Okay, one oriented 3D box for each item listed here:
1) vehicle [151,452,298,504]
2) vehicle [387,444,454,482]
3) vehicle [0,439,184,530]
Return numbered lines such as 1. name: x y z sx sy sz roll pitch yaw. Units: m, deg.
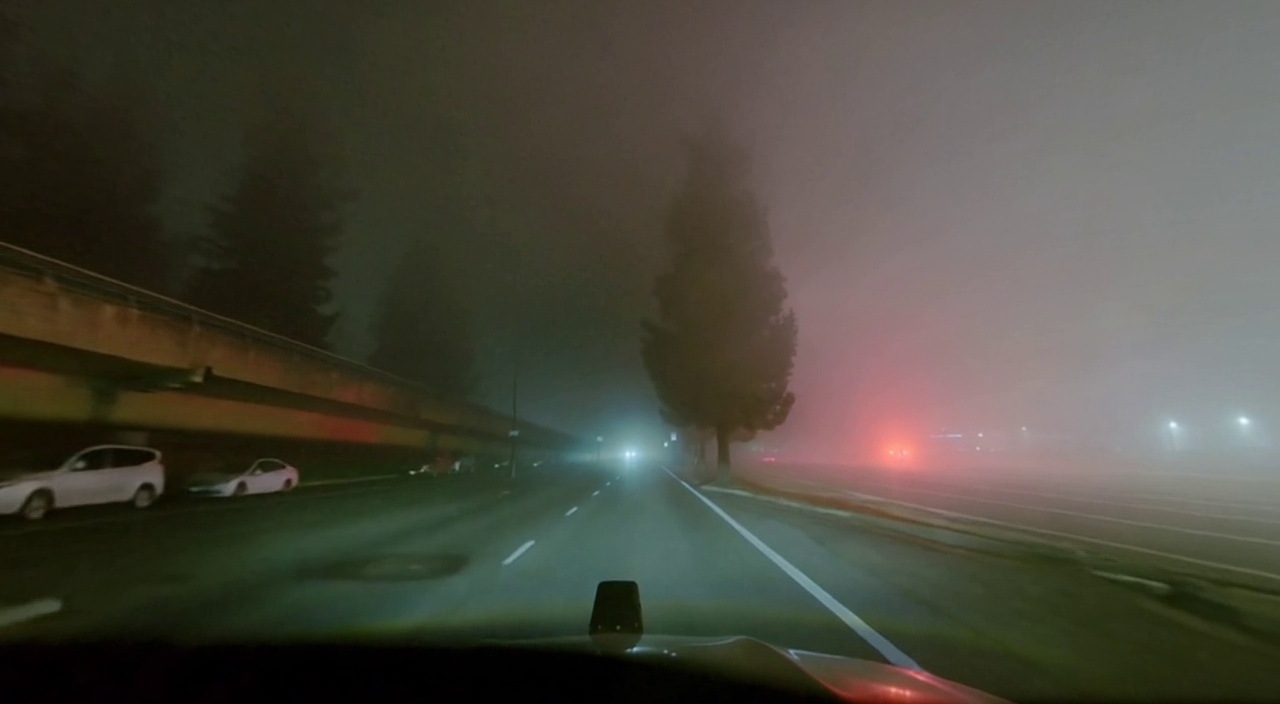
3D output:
1. vehicle: -13.727 4.202 21.277 1.847 1.498 4.368 1 -10 2
2. vehicle: -13.083 6.647 38.083 2.136 2.016 5.354 2 -9 -1
3. vehicle: -13.649 3.040 15.221 1.886 1.801 4.337 2 -8 2
